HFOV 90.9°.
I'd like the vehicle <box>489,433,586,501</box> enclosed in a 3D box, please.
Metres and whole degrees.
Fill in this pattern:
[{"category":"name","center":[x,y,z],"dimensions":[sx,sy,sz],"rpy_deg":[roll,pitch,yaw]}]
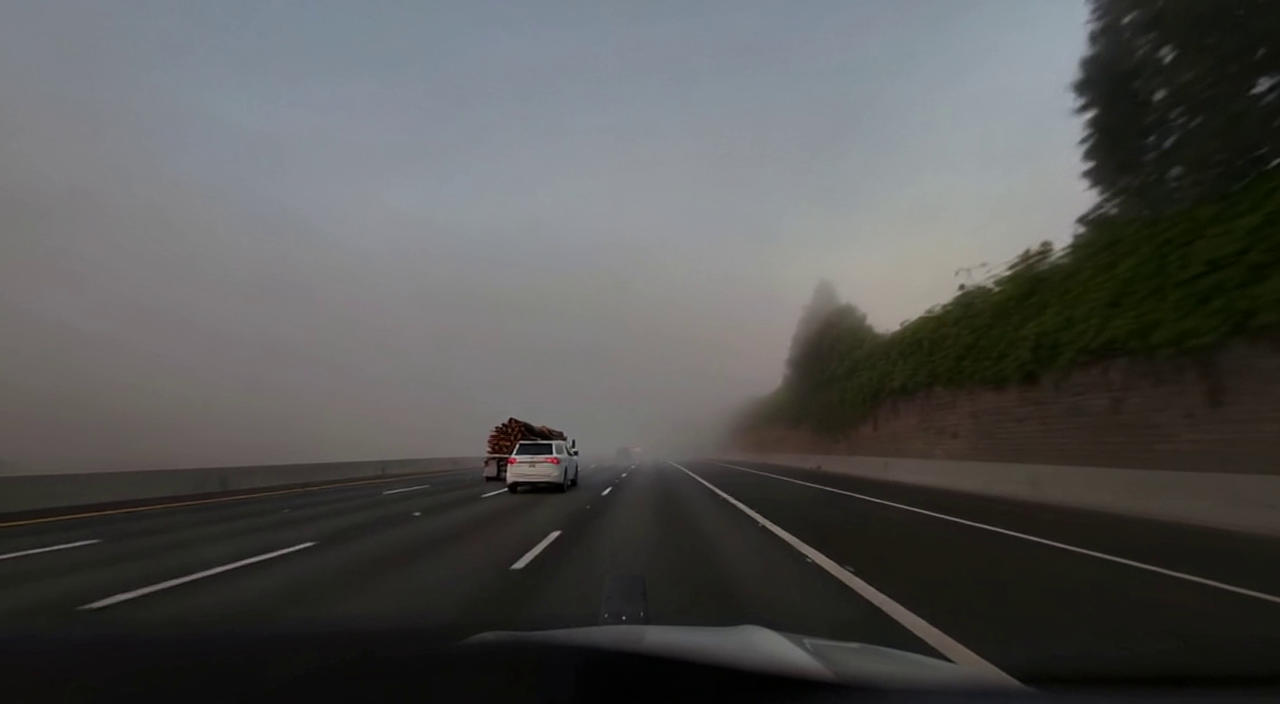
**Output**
[{"category":"vehicle","center":[-2.953,3.434,19.268],"dimensions":[2.114,1.787,4.365],"rpy_deg":[0,-8,2]}]
